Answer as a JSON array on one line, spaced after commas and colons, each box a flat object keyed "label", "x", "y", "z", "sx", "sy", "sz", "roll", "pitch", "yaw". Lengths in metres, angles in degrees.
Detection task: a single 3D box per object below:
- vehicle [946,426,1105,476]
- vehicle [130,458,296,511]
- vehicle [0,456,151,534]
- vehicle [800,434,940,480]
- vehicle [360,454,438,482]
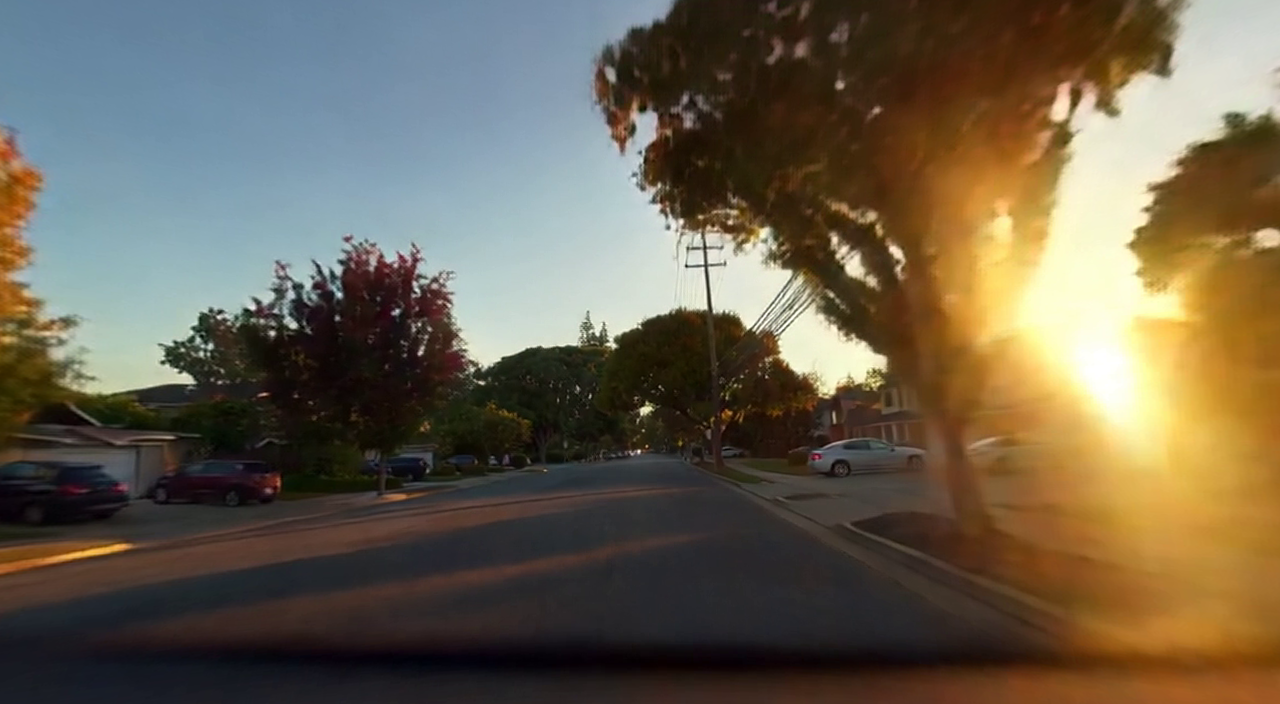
[{"label": "vehicle", "x": 13.026, "y": 3.380, "z": 21.556, "sx": 4.122, "sy": 1.610, "sz": 1.888, "roll": 0, "pitch": -9, "yaw": 2}, {"label": "vehicle", "x": -14.244, "y": 4.399, "z": 21.229, "sx": 4.260, "sy": 1.588, "sz": 1.927, "roll": -1, "pitch": -9, "yaw": 5}, {"label": "vehicle", "x": -15.064, "y": 3.455, "z": 15.617, "sx": 4.500, "sy": 1.714, "sz": 1.924, "roll": -1, "pitch": -9, "yaw": 7}, {"label": "vehicle", "x": 9.339, "y": 4.301, "z": 25.997, "sx": 4.952, "sy": 1.775, "sz": 2.089, "roll": 0, "pitch": -9, "yaw": 0}, {"label": "vehicle", "x": -15.307, "y": 7.367, "z": 40.153, "sx": 4.265, "sy": 1.583, "sz": 1.913, "roll": -5, "pitch": -9, "yaw": 14}]
